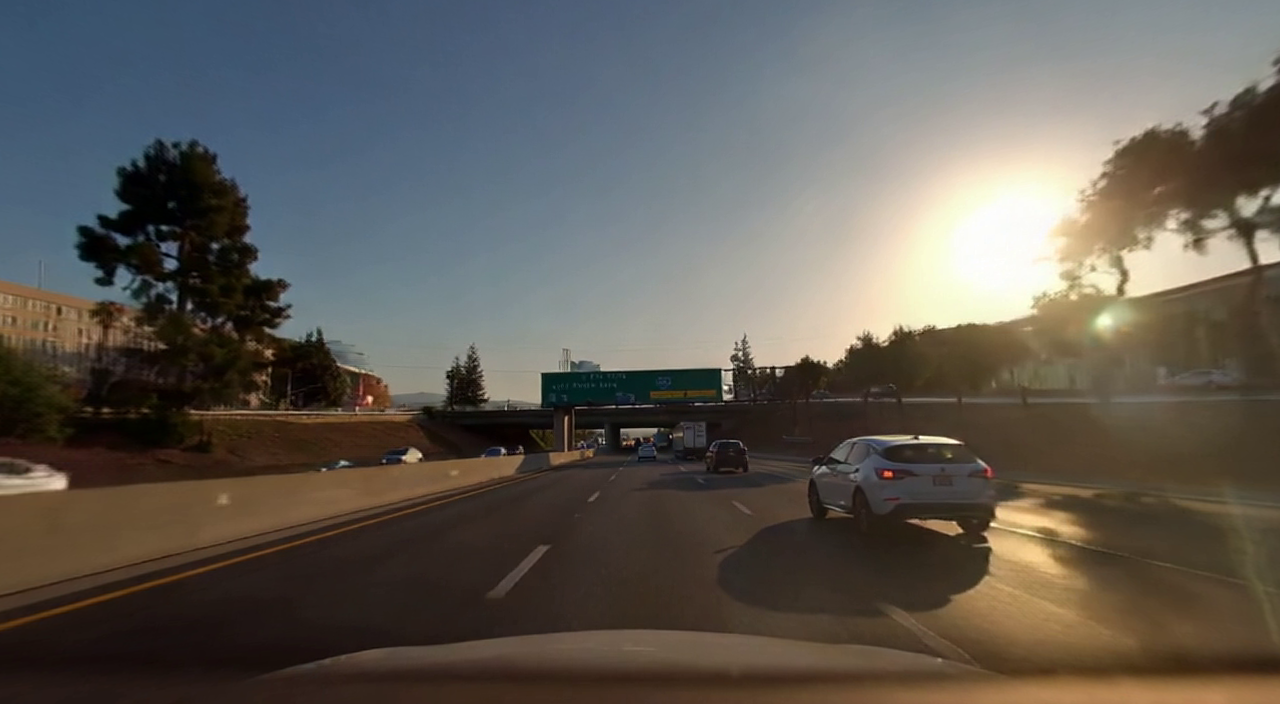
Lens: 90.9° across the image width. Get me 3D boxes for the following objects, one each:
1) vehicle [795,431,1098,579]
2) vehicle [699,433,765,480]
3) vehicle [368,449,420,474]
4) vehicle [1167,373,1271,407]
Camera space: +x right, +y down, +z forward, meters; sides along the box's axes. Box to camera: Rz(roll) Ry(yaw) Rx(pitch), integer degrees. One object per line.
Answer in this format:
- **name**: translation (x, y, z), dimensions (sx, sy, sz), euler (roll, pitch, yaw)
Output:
- **vehicle**: translation (3.665, 1.885, 8.682), dimensions (1.902, 1.481, 4.451), euler (0, -8, 0)
- **vehicle**: translation (3.906, 4.533, 27.674), dimensions (2.086, 1.858, 4.737), euler (0, -8, -1)
- **vehicle**: translation (-18.243, 8.131, 47.040), dimensions (2.027, 1.666, 4.508), euler (0, -8, 1)
- **vehicle**: translation (35.800, 2.418, 39.172), dimensions (2.024, 1.757, 4.696), euler (-1, -8, 1)
